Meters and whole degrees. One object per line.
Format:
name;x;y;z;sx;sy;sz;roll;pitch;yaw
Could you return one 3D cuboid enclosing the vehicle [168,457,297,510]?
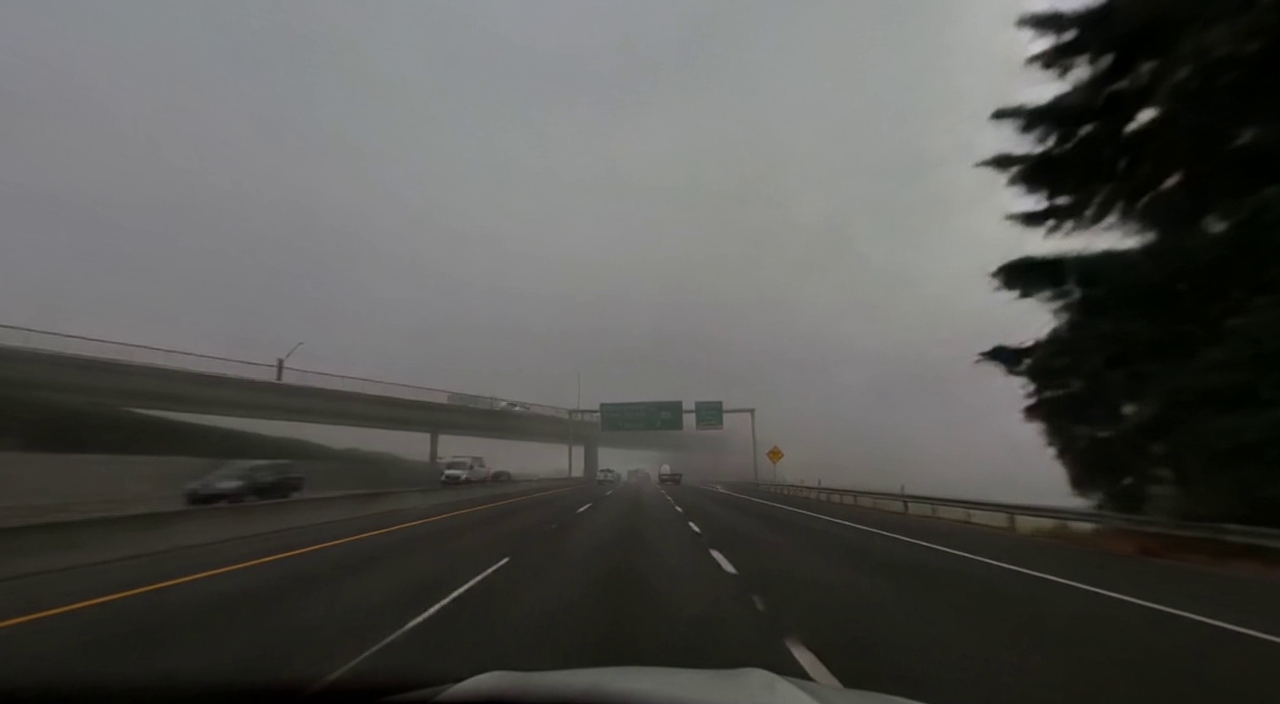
vehicle;-16.895;5.462;26.509;2.129;1.947;4.811;1;-10;0
